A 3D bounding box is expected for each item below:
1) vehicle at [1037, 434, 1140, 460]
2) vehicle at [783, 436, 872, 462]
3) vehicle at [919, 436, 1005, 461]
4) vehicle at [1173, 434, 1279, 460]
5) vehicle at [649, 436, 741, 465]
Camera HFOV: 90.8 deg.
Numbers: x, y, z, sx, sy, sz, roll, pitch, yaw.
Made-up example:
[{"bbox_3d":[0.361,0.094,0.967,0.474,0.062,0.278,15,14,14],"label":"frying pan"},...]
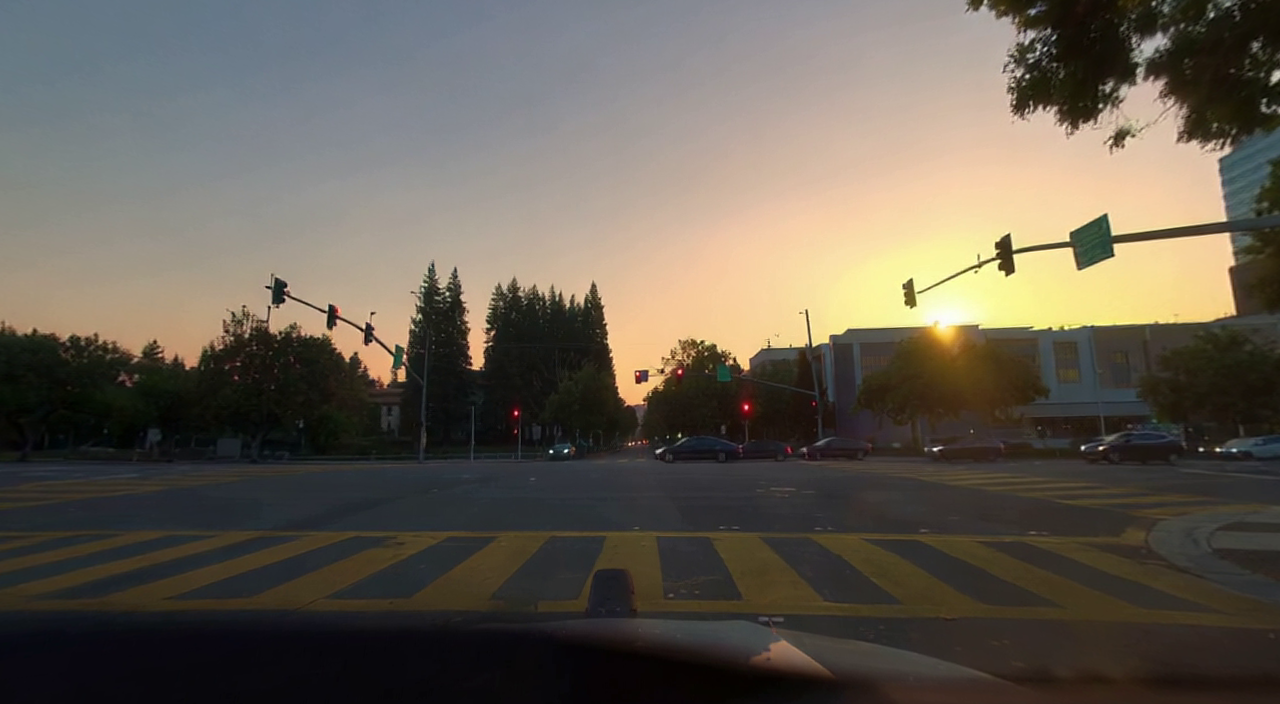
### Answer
[{"bbox_3d":[25.916,5.508,36.607,4.519,1.476,1.767,0,-9,1],"label":"vehicle"},{"bbox_3d":[10.921,5.663,36.950,4.631,1.435,1.715,0,-9,0],"label":"vehicle"},{"bbox_3d":[20.376,6.123,40.054,4.443,1.472,1.794,0,-9,1],"label":"vehicle"},{"bbox_3d":[34.261,5.511,36.723,4.724,1.452,1.870,0,-9,0],"label":"vehicle"},{"bbox_3d":[2.837,5.166,33.197,4.629,1.423,1.833,0,-9,-1],"label":"vehicle"}]
